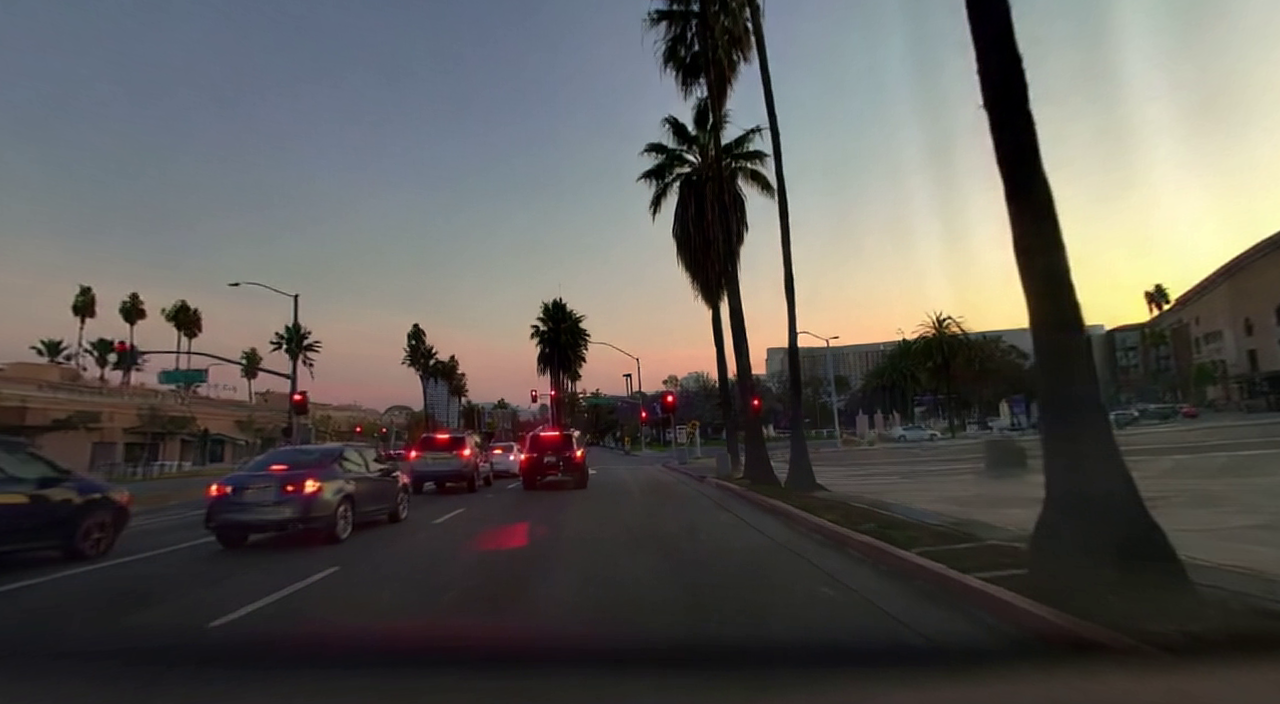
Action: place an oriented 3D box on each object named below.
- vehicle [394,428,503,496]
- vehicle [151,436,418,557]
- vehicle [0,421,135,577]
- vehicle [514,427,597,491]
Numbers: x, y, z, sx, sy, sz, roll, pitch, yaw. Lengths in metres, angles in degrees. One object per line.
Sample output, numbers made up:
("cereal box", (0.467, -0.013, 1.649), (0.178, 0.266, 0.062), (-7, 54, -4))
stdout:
("vehicle", (-5.850, 3.426, 20.036), (2.025, 1.862, 4.804), (0, -9, -1))
("vehicle", (-5.538, 2.275, 10.780), (1.885, 1.567, 4.775), (0, -9, -2))
("vehicle", (-8.811, 1.700, 7.120), (2.178, 1.864, 5.005), (0, -9, -2))
("vehicle", (-2.483, 3.301, 19.731), (2.153, 1.759, 4.320), (0, -9, -2))
